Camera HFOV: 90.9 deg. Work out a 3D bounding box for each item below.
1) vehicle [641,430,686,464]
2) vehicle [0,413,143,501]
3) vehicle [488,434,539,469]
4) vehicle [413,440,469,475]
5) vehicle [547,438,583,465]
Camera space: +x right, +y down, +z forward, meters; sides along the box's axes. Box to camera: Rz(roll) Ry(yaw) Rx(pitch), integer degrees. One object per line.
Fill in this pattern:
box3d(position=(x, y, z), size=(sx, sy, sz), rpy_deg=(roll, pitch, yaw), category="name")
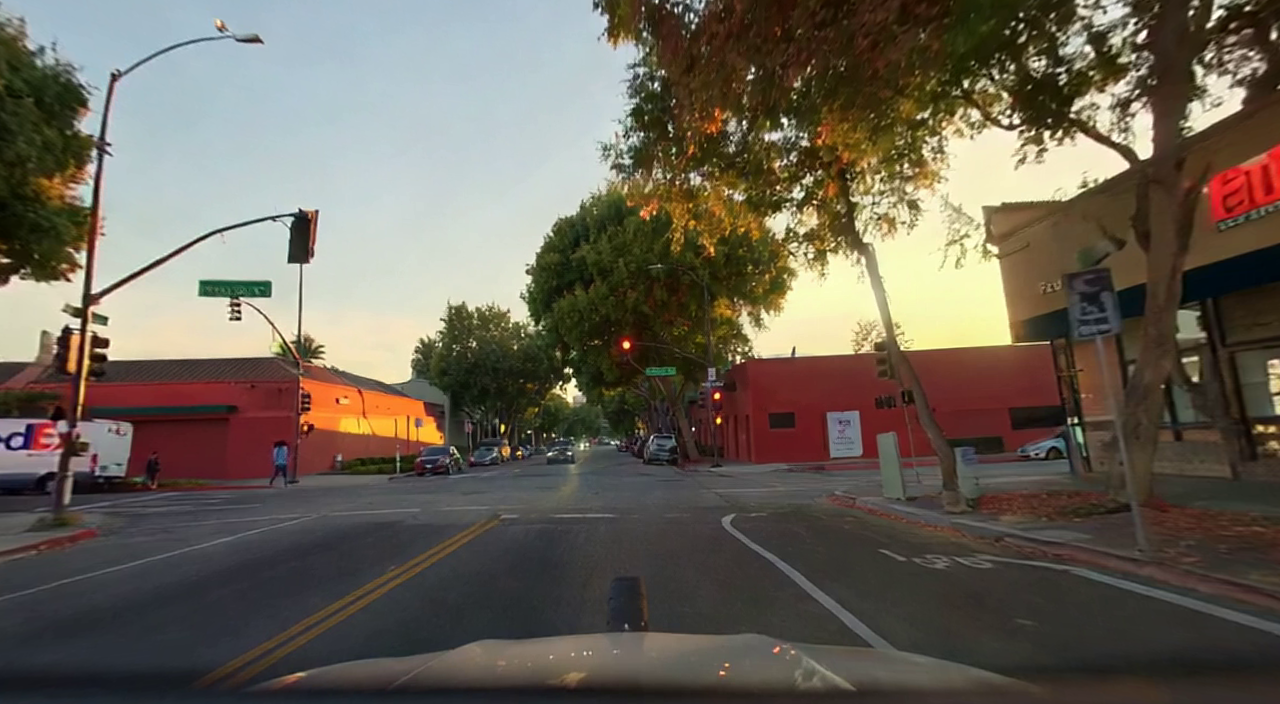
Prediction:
box3d(position=(1.536, 6.535, 43.437), size=(2.557, 2.188, 5.164), rpy_deg=(1, -8, -4), category="vehicle")
box3d(position=(-26.568, 4.326, 25.880), size=(9.465, 3.299, 3.029), rpy_deg=(-1, -6, -4), category="vehicle")
box3d(position=(-7.265, 5.783, 36.770), size=(2.242, 1.887, 4.924), rpy_deg=(1, -8, -4), category="vehicle")
box3d(position=(-11.153, 5.929, 35.643), size=(2.216, 1.804, 4.526), rpy_deg=(1, -8, -7), category="vehicle")
box3d(position=(-4.632, 6.174, 39.283), size=(2.033, 1.596, 4.142), rpy_deg=(1, -8, -4), category="vehicle")
